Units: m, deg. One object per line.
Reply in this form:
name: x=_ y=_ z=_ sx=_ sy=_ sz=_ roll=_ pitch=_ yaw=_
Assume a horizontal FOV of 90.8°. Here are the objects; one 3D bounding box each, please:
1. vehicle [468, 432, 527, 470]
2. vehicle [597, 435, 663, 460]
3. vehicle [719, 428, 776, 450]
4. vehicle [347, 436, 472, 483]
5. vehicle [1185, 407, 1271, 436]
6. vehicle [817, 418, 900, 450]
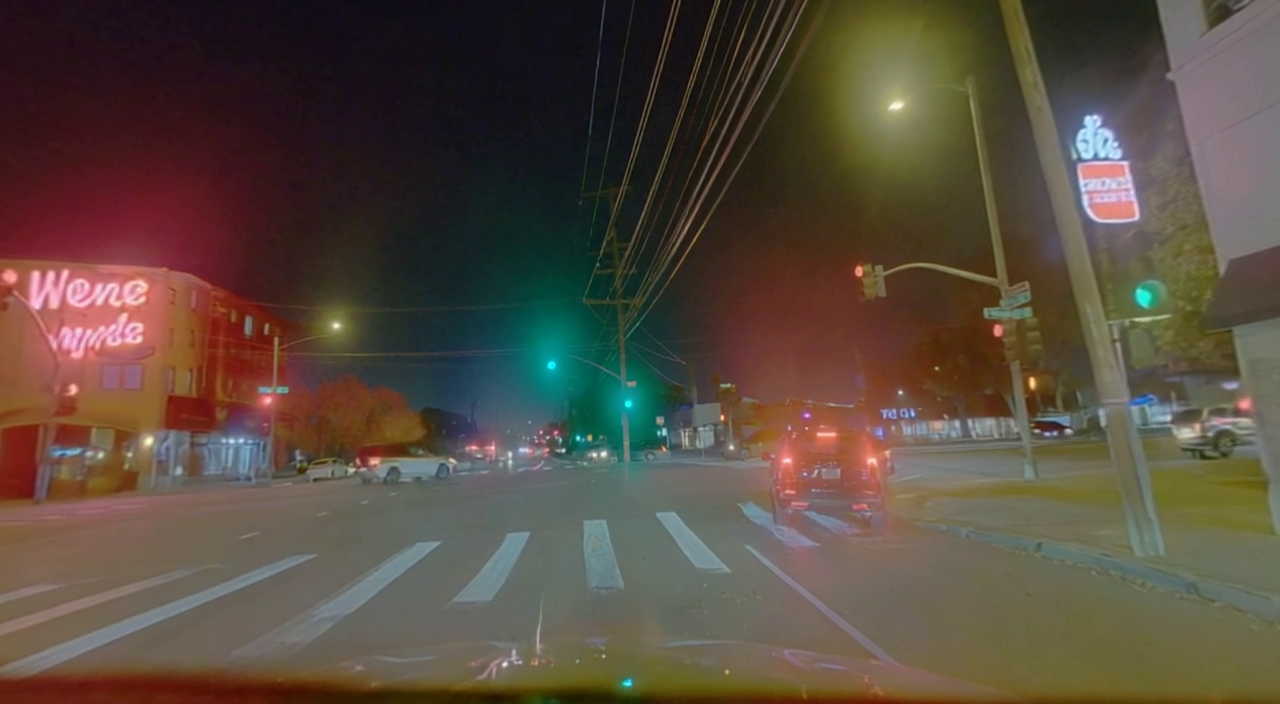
vehicle: x=-7.030 y=4.929 z=31.594 sx=2.105 sy=1.761 sz=4.292 roll=0 pitch=-8 yaw=-3
vehicle: x=-0.746 y=6.958 z=46.160 sx=4.506 sy=1.733 sz=1.857 roll=2 pitch=-9 yaw=-14
vehicle: x=7.557 y=6.181 z=44.645 sx=1.866 sy=1.430 sz=3.901 roll=5 pitch=-10 yaw=-31
vehicle: x=-8.637 y=4.058 z=24.119 sx=2.166 sy=1.579 sz=4.300 roll=-3 pitch=-9 yaw=19
vehicle: x=33.161 y=3.963 z=35.628 sx=4.707 sy=1.487 sz=1.907 roll=4 pitch=-9 yaw=-27
vehicle: x=12.745 y=4.828 z=36.889 sx=4.474 sy=1.788 sz=2.039 roll=4 pitch=-10 yaw=-29
